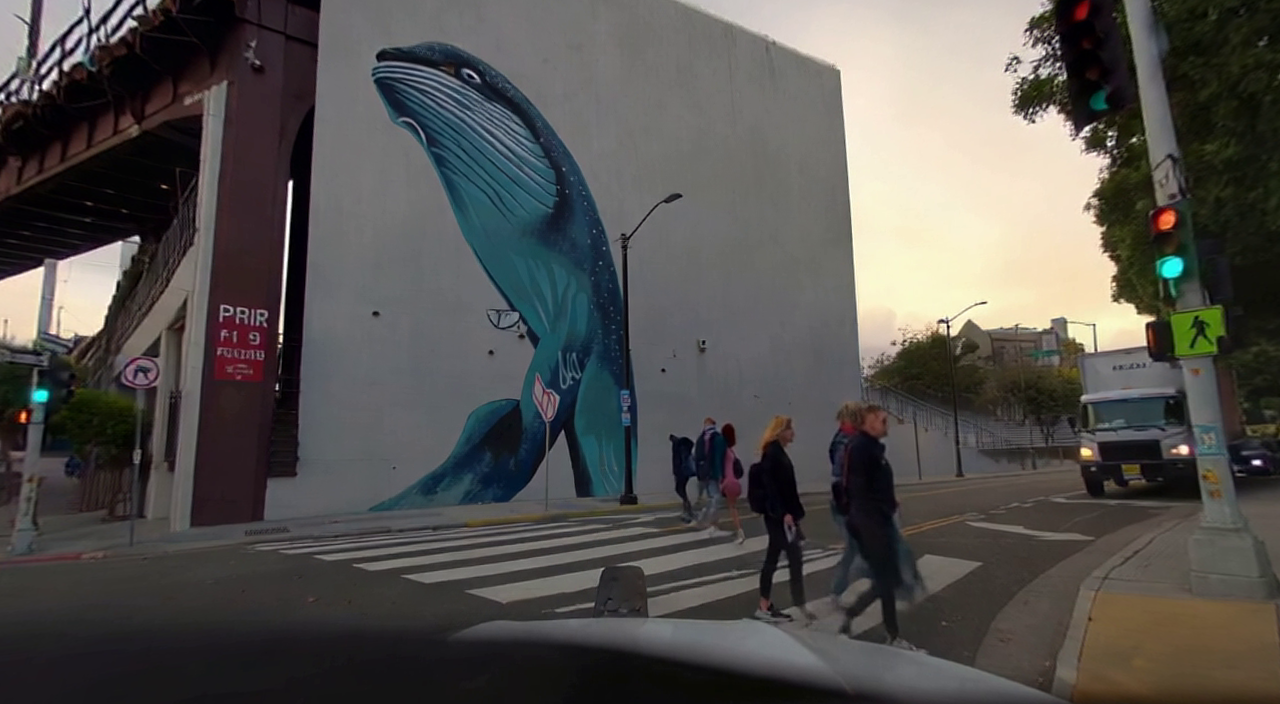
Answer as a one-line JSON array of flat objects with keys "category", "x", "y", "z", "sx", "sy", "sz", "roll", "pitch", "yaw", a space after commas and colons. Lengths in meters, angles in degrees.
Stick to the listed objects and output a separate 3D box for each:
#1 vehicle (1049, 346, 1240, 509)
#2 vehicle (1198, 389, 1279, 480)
[{"category": "vehicle", "x": 15.748, "y": 2.381, "z": 19.243, "sx": 9.347, "sy": 3.893, "sz": 2.849, "roll": 7, "pitch": -11, "yaw": -42}, {"category": "vehicle", "x": 32.694, "y": 4.432, "z": 33.408, "sx": 12.015, "sy": 4.103, "sz": 2.920, "roll": 8, "pitch": -11, "yaw": -43}]
